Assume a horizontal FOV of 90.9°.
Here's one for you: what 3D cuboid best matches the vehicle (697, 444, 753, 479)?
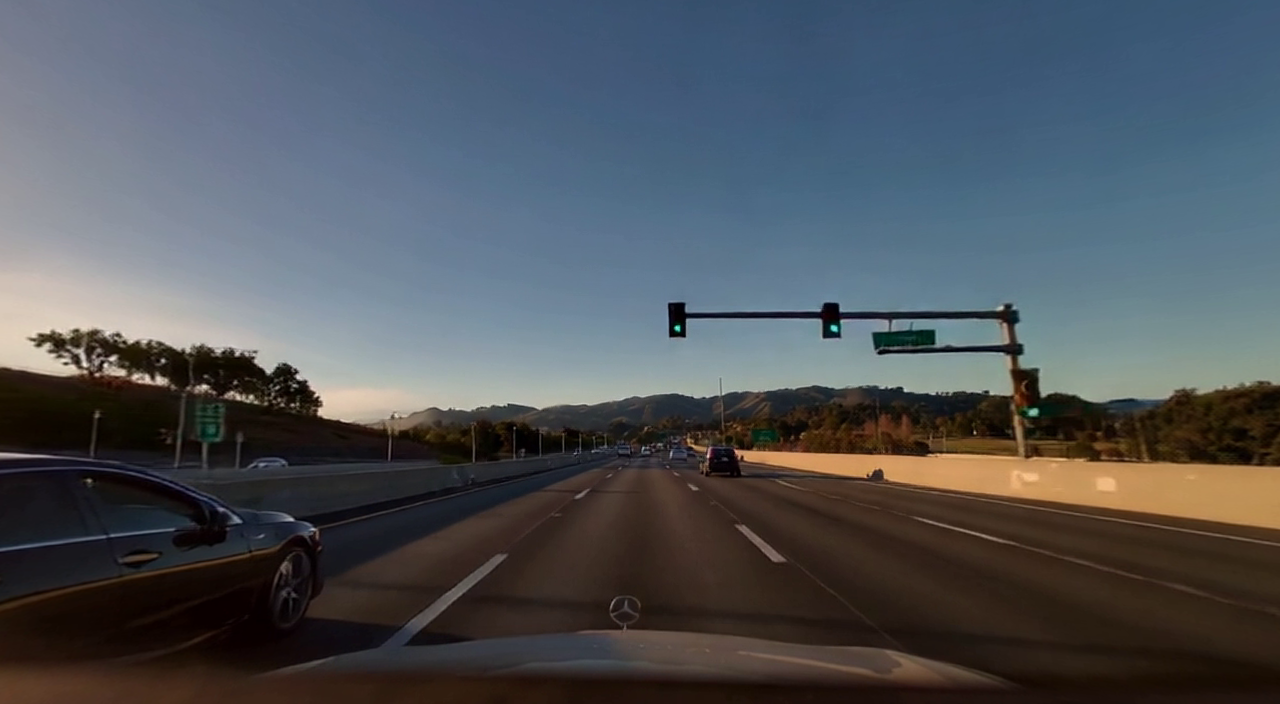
[{"bbox_3d":[3.869,5.067,29.414,1.916,1.469,4.481,0,-8,0],"label":"vehicle"}]
